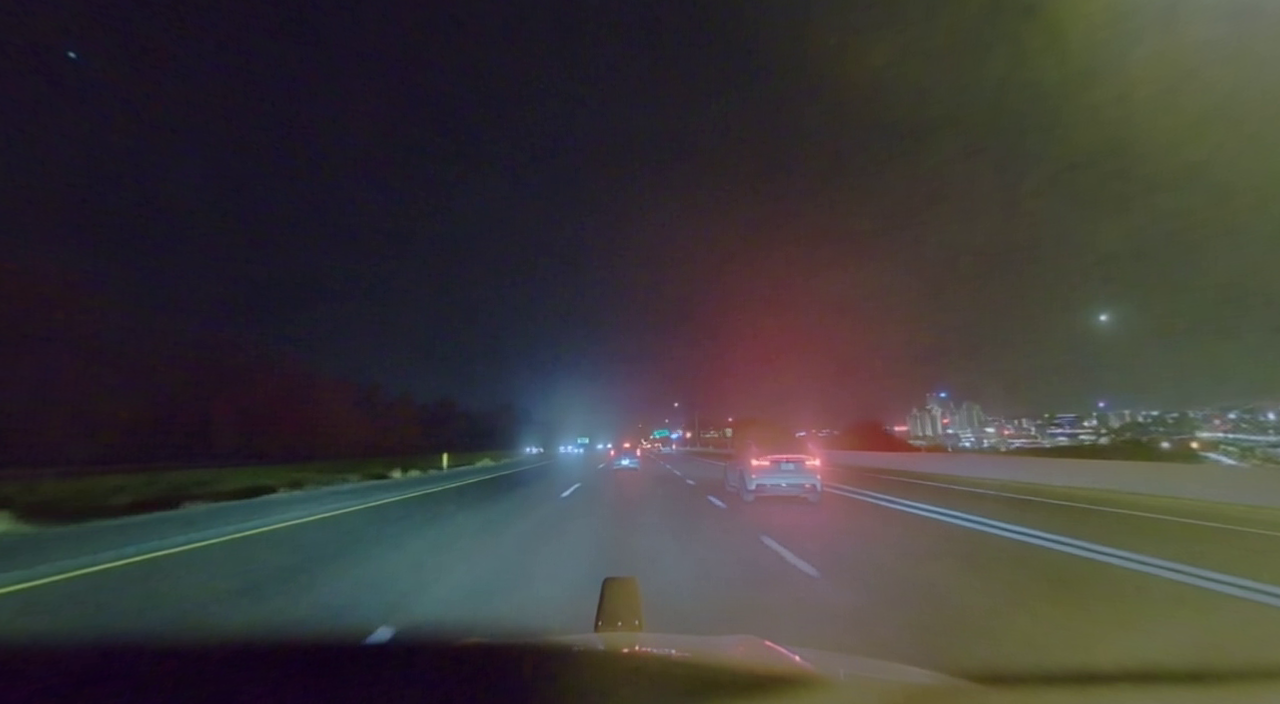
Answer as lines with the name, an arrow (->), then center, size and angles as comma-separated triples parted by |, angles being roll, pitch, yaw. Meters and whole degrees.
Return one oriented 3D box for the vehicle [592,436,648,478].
vehicle -> -0.787, 4.307, 25.973 | 2.147, 1.576, 3.964 | 0, -8, -1
